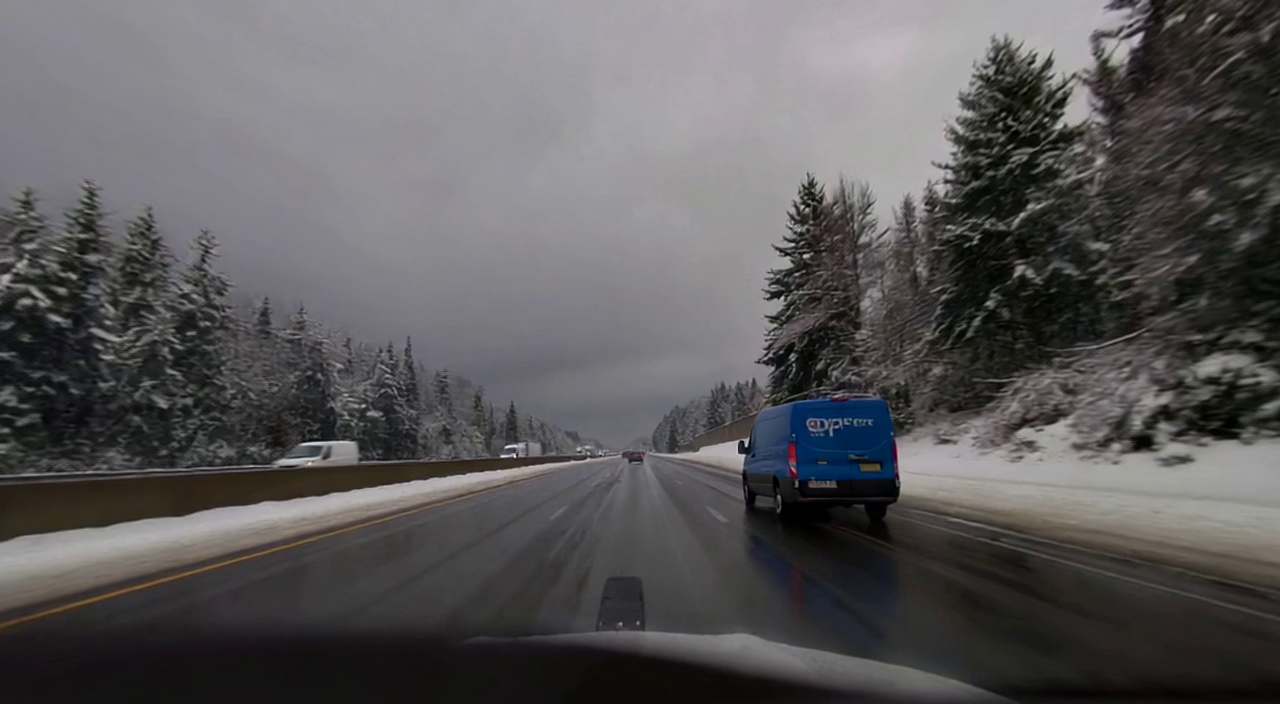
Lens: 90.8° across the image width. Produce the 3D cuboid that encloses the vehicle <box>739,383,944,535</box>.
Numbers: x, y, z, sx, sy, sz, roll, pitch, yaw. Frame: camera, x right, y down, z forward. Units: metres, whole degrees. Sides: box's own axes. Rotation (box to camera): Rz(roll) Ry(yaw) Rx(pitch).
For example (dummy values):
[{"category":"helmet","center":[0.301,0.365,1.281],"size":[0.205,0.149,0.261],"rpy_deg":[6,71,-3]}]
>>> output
[{"category":"vehicle","center":[3.868,2.258,13.677],"size":[2.373,2.561,5.922],"rpy_deg":[0,-9,-1]}]

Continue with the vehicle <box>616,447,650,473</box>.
[{"category":"vehicle","center":[-0.434,7.305,42.823],"size":[2.168,1.653,4.307],"rpy_deg":[0,-9,0]}]

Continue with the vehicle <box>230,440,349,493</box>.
[{"category":"vehicle","center":[-16.558,5.423,30.326],"size":[2.368,2.279,5.834],"rpy_deg":[0,-9,-1]}]
